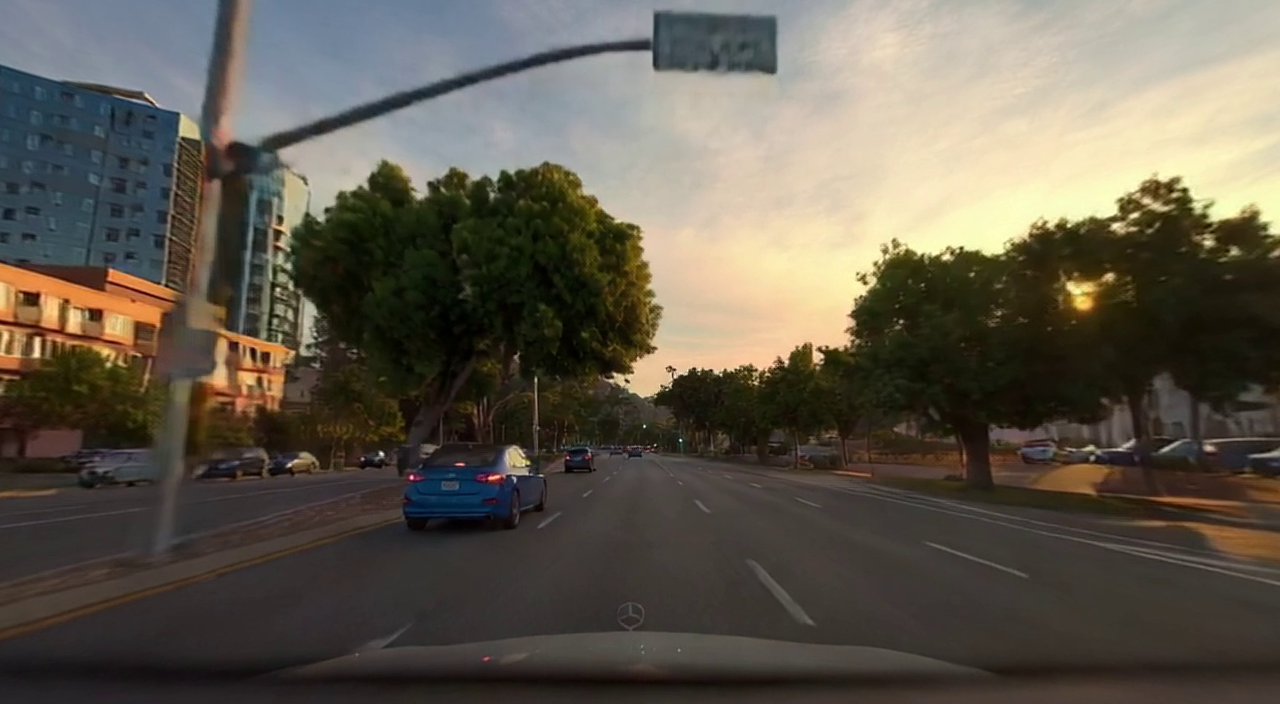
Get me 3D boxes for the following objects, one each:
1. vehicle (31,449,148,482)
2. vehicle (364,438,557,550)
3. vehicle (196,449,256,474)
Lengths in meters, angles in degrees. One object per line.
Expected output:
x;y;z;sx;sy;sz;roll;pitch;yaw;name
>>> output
-28.269;5.812;32.598;1.857;1.539;4.760;0;-8;-2;vehicle
-2.869;2.360;11.288;2.009;1.489;4.543;-3;-8;2;vehicle
-27.667;7.294;42.331;1.940;1.531;5.040;2;-9;-17;vehicle
